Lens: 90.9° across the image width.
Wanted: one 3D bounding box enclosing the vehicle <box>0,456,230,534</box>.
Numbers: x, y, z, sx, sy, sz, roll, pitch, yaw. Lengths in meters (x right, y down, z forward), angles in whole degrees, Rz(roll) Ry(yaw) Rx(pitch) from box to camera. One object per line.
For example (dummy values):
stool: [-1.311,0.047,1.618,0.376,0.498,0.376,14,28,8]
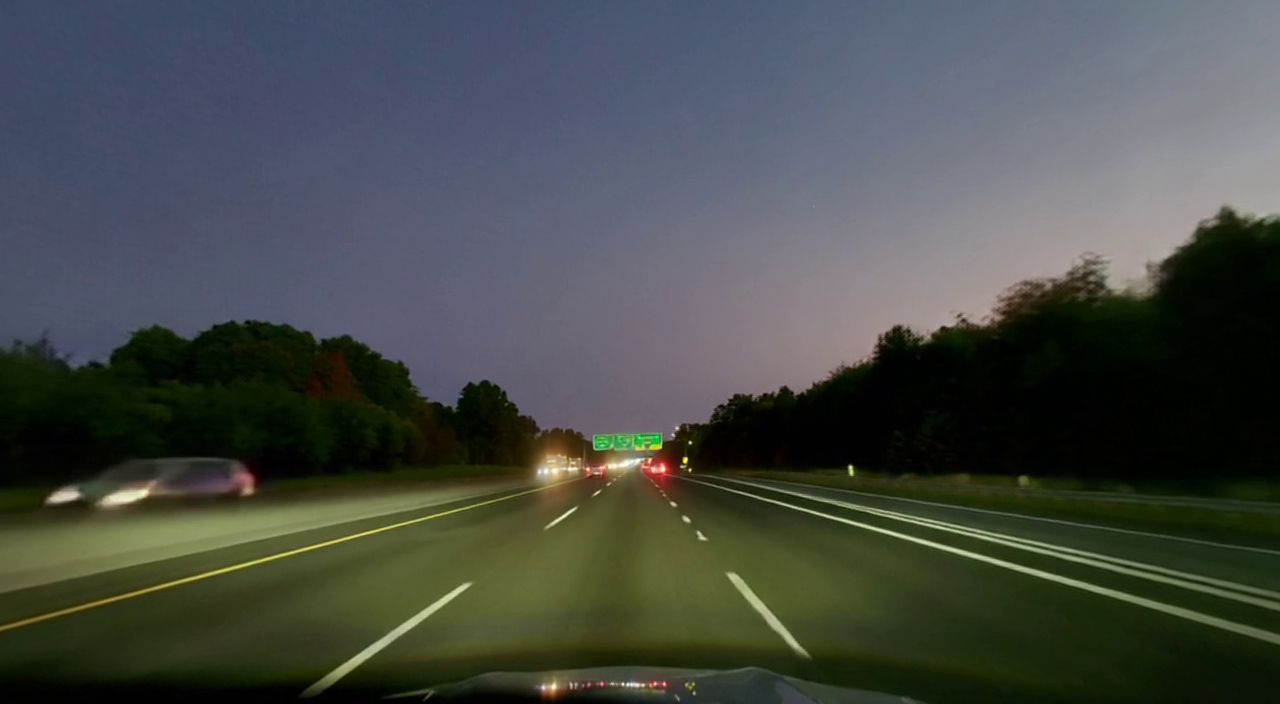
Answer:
vehicle: [-12.118,3.295,14.932,1.864,1.517,4.275,1,-11,0]
